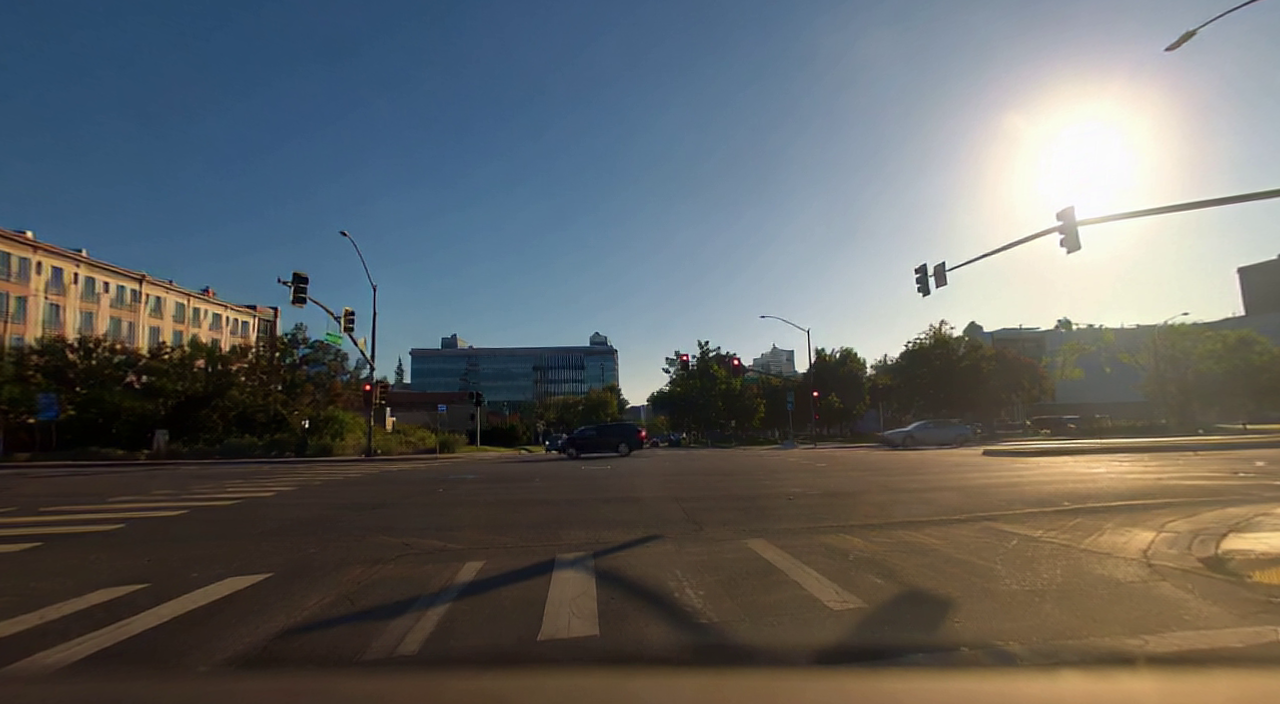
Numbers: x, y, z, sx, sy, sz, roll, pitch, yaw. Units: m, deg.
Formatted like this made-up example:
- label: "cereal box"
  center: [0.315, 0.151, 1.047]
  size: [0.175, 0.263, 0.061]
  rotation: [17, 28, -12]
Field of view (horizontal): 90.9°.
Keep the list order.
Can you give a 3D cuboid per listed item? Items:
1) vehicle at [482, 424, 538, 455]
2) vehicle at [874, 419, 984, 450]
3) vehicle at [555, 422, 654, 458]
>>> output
- label: "vehicle"
  center: [-8.337, 5.729, 40.874]
  size: [2.000, 1.864, 5.044]
  rotation: [-1, -9, 7]
- label: "vehicle"
  center: [14.104, 4.055, 30.896]
  size: [4.510, 1.431, 1.884]
  rotation: [1, -9, -7]
- label: "vehicle"
  center: [-1.663, 4.079, 29.161]
  size: [4.407, 1.569, 1.859]
  rotation: [1, -9, -6]
